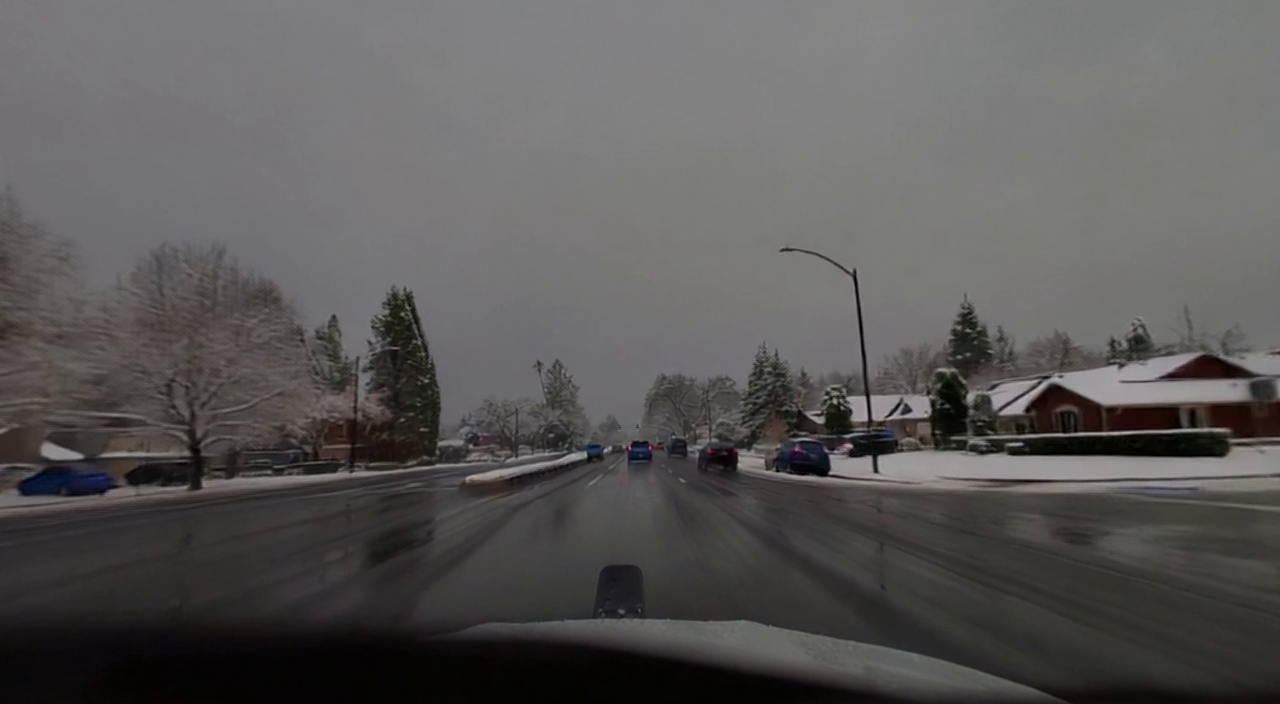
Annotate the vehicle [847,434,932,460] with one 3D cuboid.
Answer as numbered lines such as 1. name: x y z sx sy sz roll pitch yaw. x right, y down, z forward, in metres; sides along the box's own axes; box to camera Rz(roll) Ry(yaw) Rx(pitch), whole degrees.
1. vehicle: 15.488 5.921 39.383 4.491 1.593 1.884 -1 -8 3

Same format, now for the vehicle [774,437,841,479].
1. vehicle: 7.685 4.892 29.418 1.933 1.759 3.900 0 -8 -2

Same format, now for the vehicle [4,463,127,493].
1. vehicle: -29.771 6.515 32.822 4.450 1.421 1.932 0 -8 0

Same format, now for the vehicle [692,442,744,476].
1. vehicle: 3.530 4.899 29.227 1.830 1.451 4.009 0 -8 -1

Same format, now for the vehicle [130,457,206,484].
1. vehicle: -29.971 7.514 40.269 1.806 1.476 3.985 0 -8 -2

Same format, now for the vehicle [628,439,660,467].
1. vehicle: 0.192 6.757 42.475 2.043 1.734 4.253 0 -8 -1
